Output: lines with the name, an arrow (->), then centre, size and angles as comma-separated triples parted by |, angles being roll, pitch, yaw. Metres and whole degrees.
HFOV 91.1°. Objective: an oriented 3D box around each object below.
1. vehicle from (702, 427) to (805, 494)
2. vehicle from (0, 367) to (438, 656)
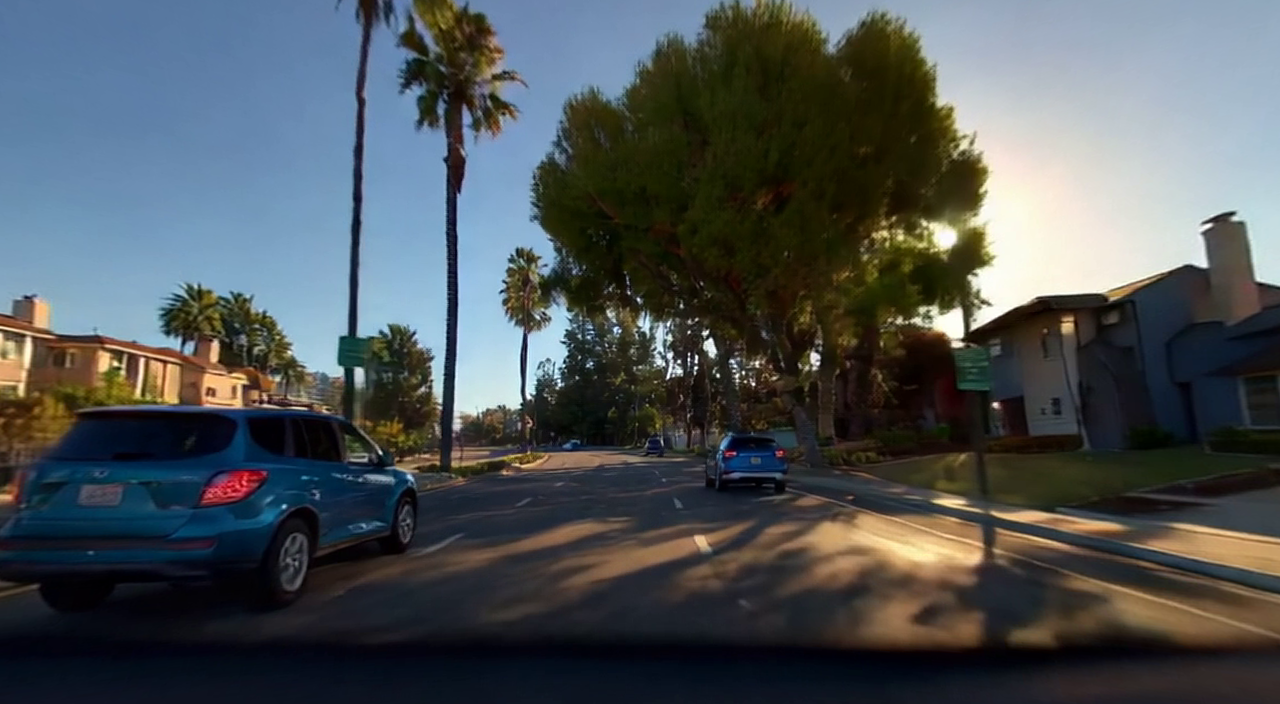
vehicle -> 3.309, 3.293, 19.440 | 2.195, 1.804, 4.658 | 0, -8, -2
vehicle -> -3.938, 1.329, 6.354 | 2.150, 1.768, 4.868 | 0, -8, 0
